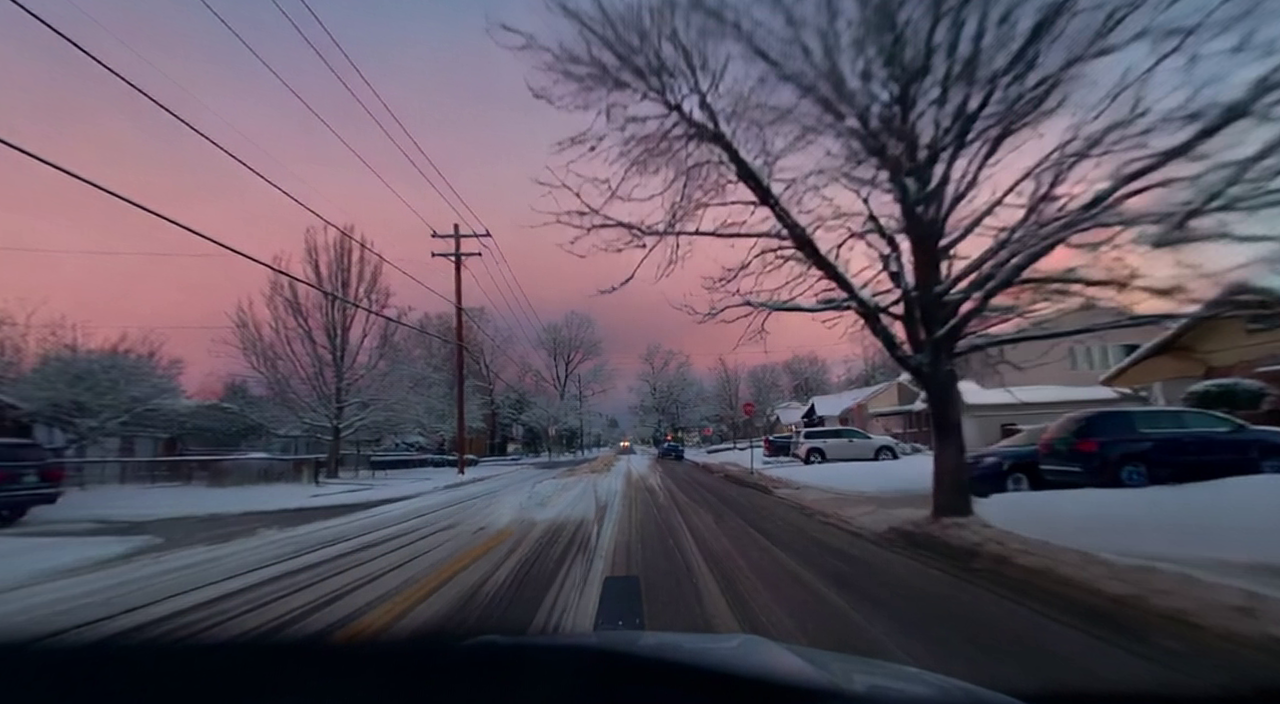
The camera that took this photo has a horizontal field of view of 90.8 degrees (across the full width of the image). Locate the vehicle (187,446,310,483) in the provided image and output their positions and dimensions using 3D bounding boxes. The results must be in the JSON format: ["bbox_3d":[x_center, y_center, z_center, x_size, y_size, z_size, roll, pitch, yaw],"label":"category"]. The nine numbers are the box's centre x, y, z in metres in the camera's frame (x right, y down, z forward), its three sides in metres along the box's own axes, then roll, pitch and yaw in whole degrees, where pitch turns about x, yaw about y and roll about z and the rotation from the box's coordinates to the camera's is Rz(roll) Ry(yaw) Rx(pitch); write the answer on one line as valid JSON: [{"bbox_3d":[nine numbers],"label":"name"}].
[{"bbox_3d":[-17.981,5.153,29.161,4.304,1.643,1.969,0,-9,1],"label":"vehicle"}]

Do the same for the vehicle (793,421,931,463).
[{"bbox_3d":[11.000,4.532,31.666,5.968,1.963,2.573,1,-8,-3],"label":"vehicle"}]

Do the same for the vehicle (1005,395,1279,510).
[{"bbox_3d":[9.598,1.779,11.517,4.465,1.727,2.127,-3,-8,2],"label":"vehicle"}]
